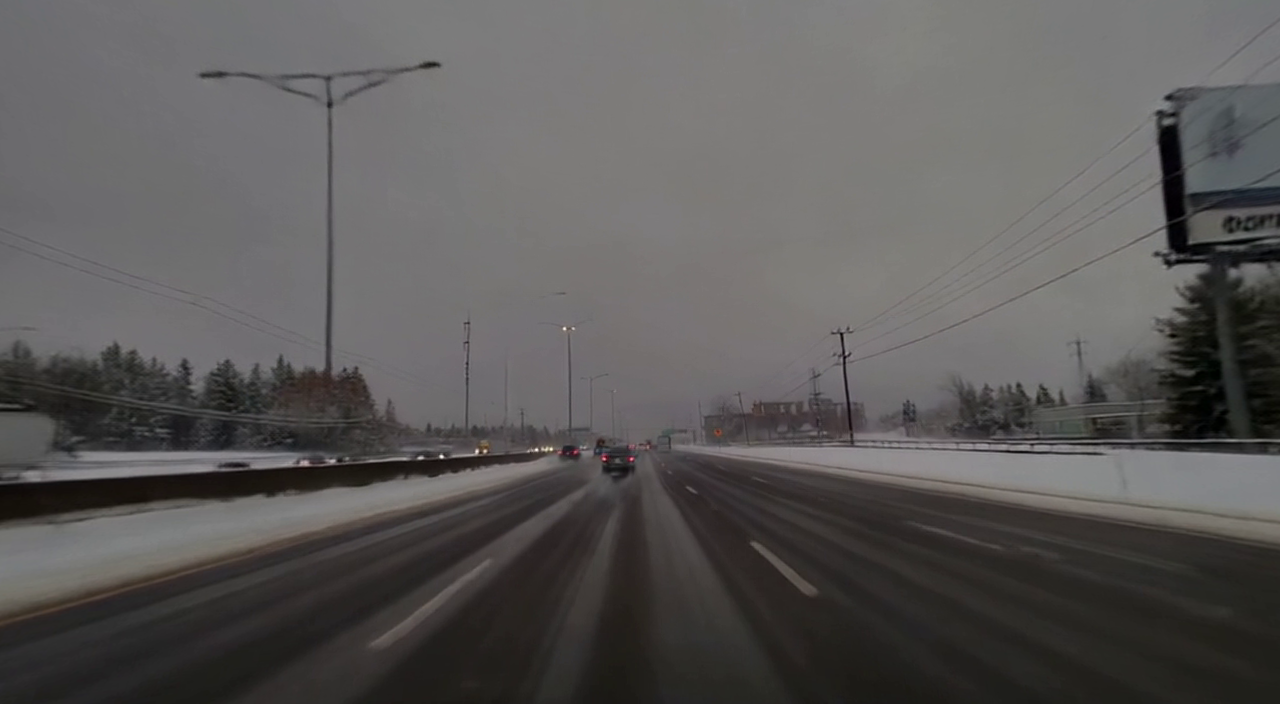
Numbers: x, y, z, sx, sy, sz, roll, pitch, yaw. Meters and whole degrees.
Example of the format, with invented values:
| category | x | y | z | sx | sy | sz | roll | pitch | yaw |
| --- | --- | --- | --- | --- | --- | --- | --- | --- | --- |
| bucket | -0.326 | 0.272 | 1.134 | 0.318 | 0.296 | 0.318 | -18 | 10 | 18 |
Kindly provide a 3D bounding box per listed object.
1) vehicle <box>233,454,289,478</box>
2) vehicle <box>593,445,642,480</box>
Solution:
| category | x | y | z | sx | sy | sz | roll | pitch | yaw |
| --- | --- | --- | --- | --- | --- | --- | --- | --- | --- |
| vehicle | -23.549 | 7.079 | 39.291 | 1.465 | 1.347 | 3.309 | 0 | -8 | 0 |
| vehicle | -0.922 | 4.925 | 28.411 | 1.891 | 1.444 | 3.968 | 0 | -8 | 2 |
